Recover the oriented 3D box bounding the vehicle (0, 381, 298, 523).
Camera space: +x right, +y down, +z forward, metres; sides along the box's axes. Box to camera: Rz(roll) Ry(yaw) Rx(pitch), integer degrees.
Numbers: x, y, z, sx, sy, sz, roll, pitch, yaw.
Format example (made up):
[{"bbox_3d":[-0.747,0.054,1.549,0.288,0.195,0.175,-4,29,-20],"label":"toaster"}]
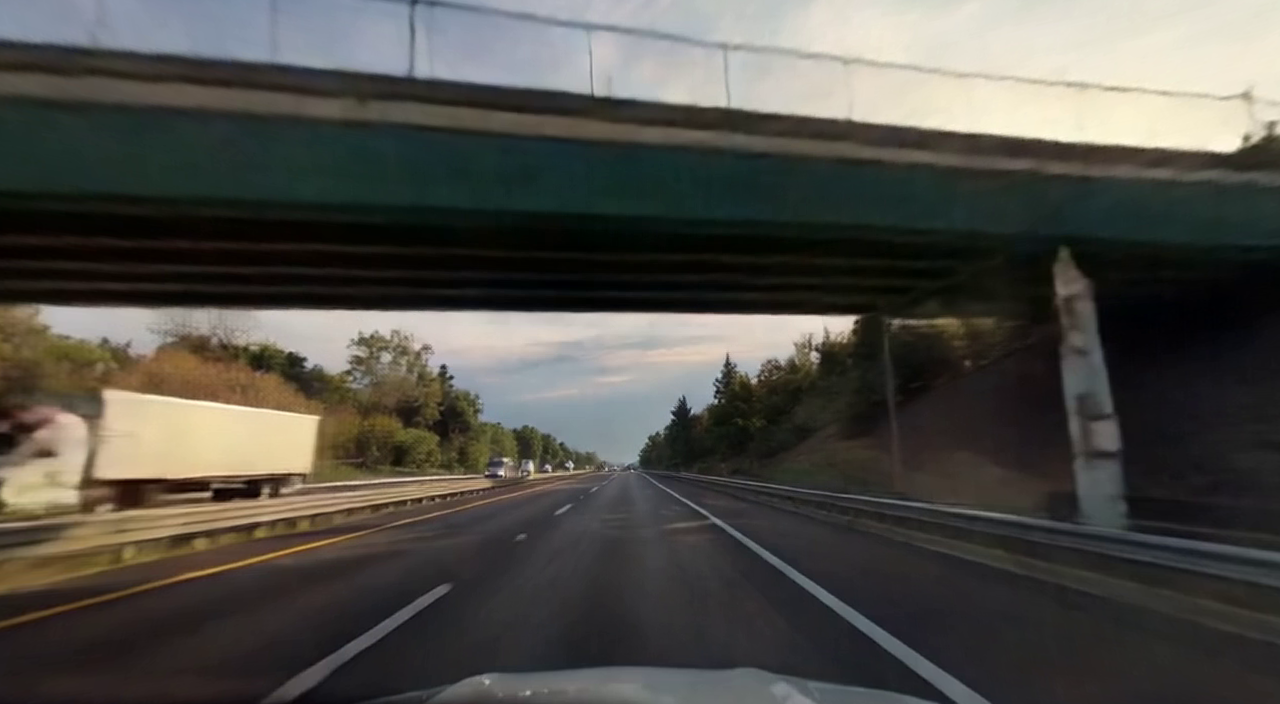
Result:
[{"bbox_3d":[-16.406,3.570,21.922,2.932,3.708,10.622,1,-10,0],"label":"vehicle"}]
